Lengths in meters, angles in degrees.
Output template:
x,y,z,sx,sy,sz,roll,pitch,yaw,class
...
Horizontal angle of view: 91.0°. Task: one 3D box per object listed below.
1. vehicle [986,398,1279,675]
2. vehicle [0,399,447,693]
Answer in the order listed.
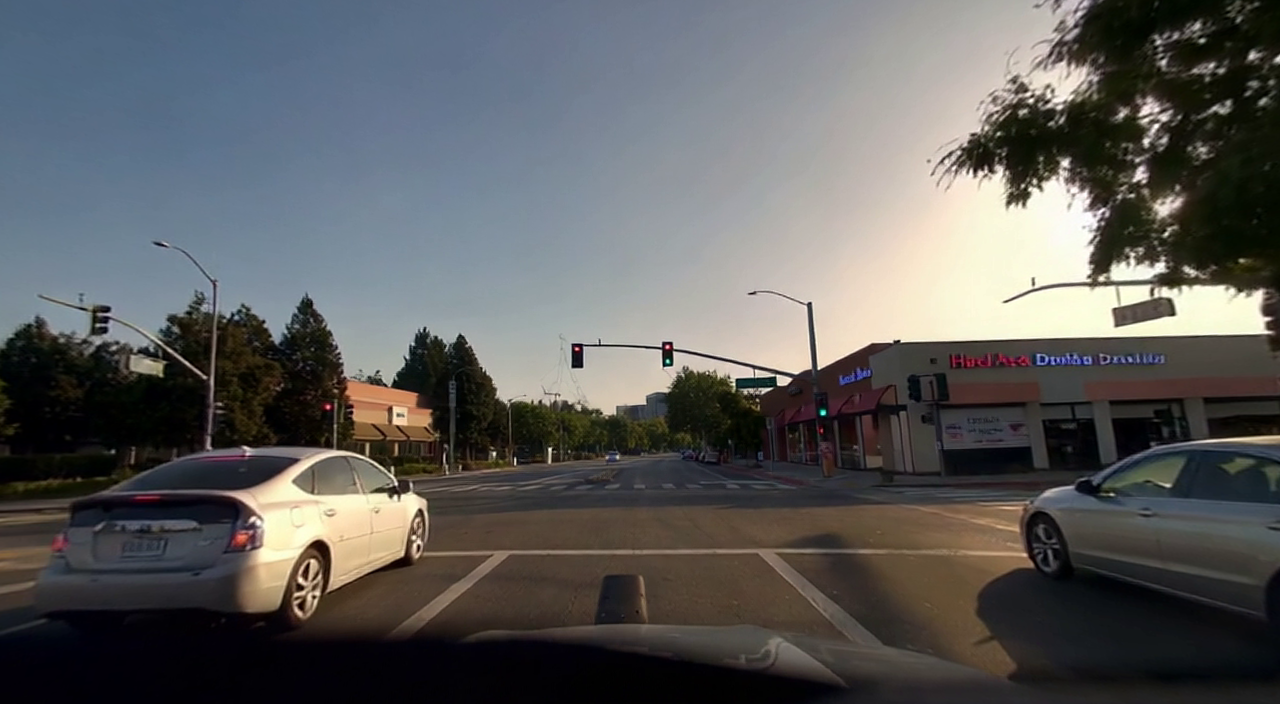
x,y,z,sx,sy,sz,roll,pitch,yaw,class
4.902,1.260,4.746,2.039,1.655,4.495,0,-9,1,vehicle
-3.443,1.402,5.724,1.947,1.627,4.248,0,-9,1,vehicle
